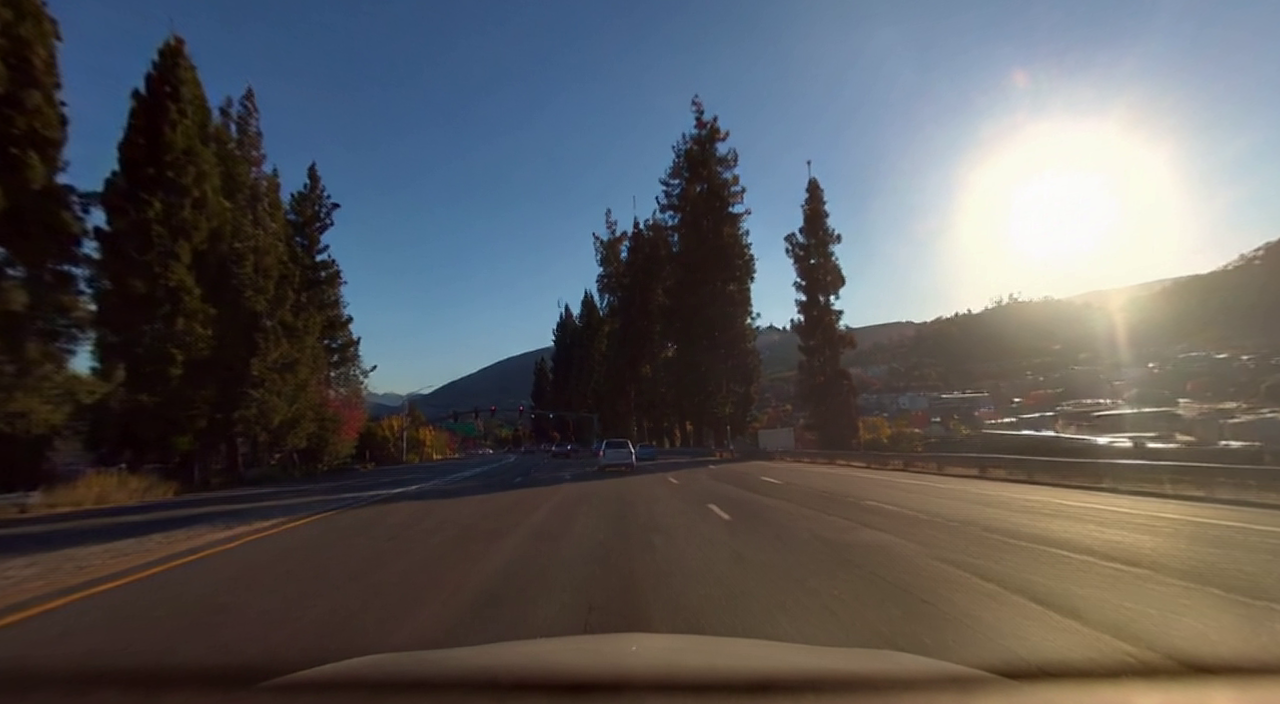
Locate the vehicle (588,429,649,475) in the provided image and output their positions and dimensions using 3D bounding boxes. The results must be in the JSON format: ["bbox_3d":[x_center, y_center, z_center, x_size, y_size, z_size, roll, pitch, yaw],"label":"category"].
[{"bbox_3d":[-1.021,4.239,26.945,2.253,1.756,4.313,1,-8,-6],"label":"vehicle"}]
